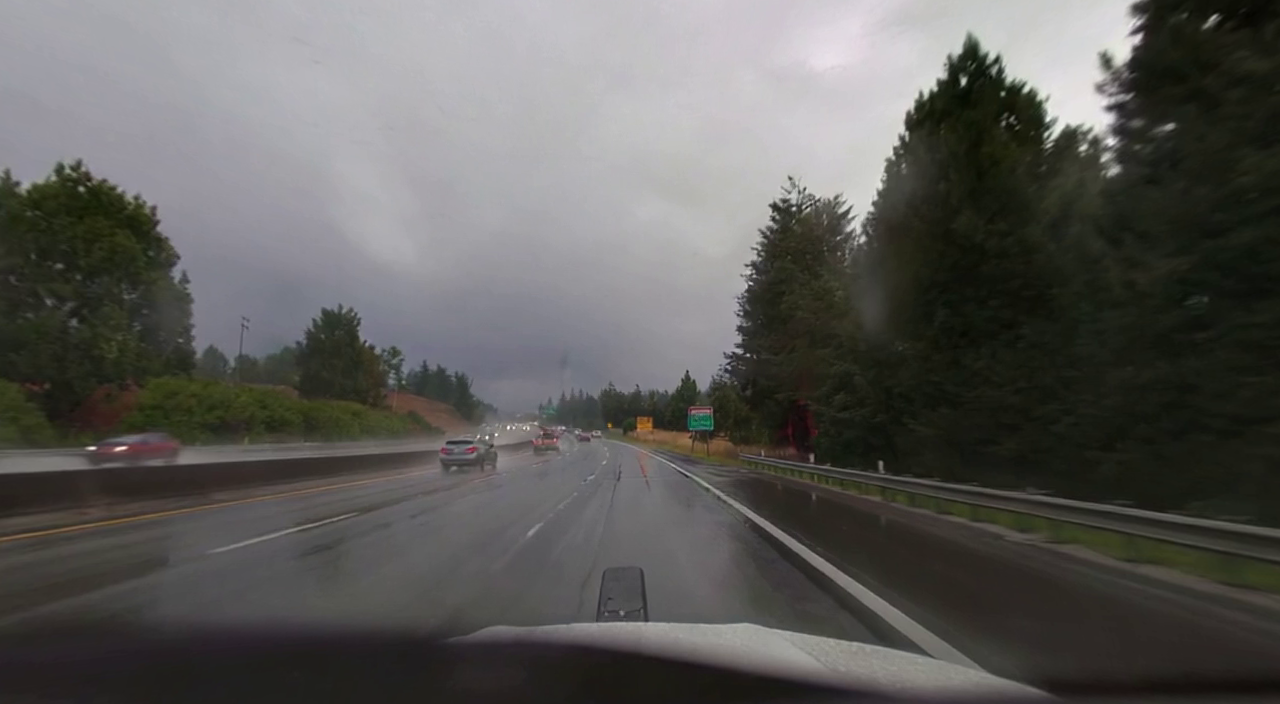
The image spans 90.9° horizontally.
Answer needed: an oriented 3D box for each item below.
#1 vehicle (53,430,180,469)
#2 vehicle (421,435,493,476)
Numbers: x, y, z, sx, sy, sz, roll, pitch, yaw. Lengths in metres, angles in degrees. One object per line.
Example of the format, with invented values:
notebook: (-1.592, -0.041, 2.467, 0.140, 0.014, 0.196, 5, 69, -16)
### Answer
vehicle: (-24.706, 4.604, 30.028, 2.099, 1.687, 4.680, 0, -8, -2)
vehicle: (-7.705, 4.397, 27.015, 1.931, 1.608, 3.977, 0, -8, -1)
